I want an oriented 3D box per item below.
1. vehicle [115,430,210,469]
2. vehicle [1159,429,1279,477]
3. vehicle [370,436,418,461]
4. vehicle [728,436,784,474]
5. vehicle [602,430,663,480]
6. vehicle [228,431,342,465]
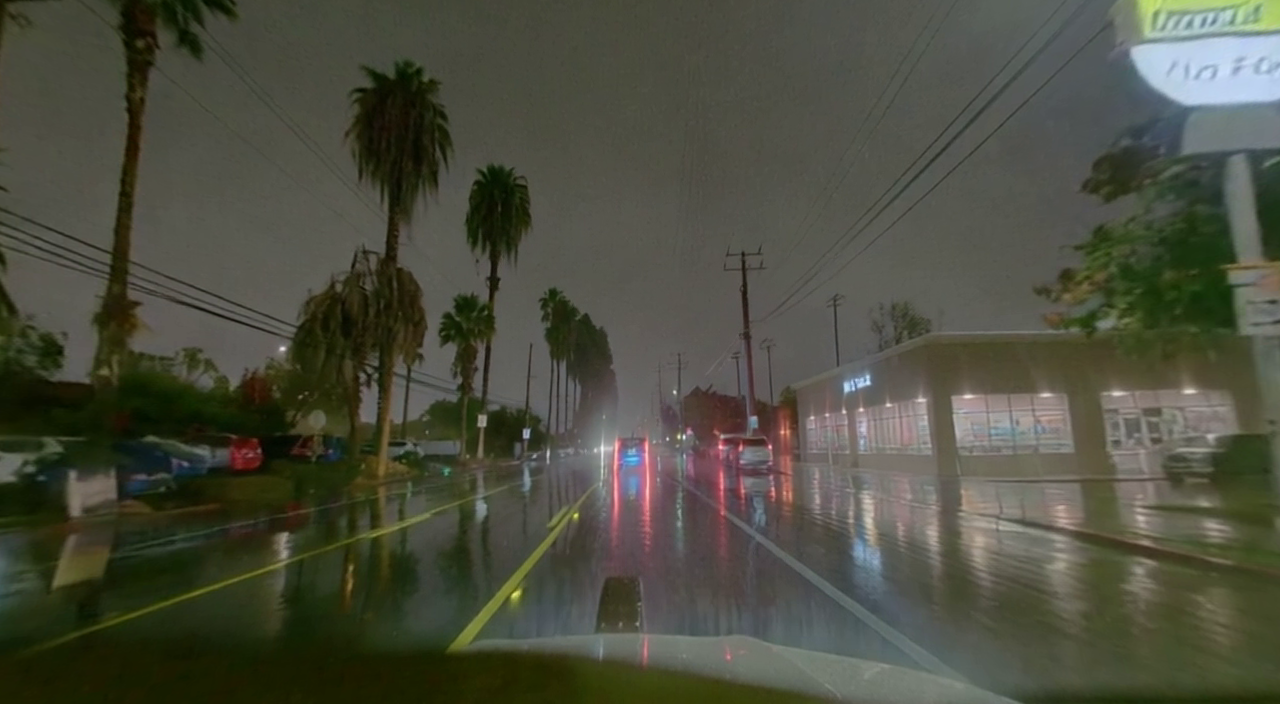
[{"bbox_3d":[-22.144,4.520,29.415,1.860,1.656,4.483,2,-8,-14],"label":"vehicle"},{"bbox_3d":[20.218,3.276,20.584,4.707,1.461,1.994,0,-8,-2],"label":"vehicle"},{"bbox_3d":[-17.762,6.991,45.721,2.084,1.678,4.707,1,-8,-7],"label":"vehicle"},{"bbox_3d":[5.844,5.228,32.276,1.945,1.791,4.460,0,-8,0],"label":"vehicle"},{"bbox_3d":[-0.313,4.145,25.600,2.264,1.798,4.563,0,-8,-1],"label":"vehicle"},{"bbox_3d":[-19.176,5.183,34.156,4.976,1.741,1.986,7,-11,-40],"label":"vehicle"}]
